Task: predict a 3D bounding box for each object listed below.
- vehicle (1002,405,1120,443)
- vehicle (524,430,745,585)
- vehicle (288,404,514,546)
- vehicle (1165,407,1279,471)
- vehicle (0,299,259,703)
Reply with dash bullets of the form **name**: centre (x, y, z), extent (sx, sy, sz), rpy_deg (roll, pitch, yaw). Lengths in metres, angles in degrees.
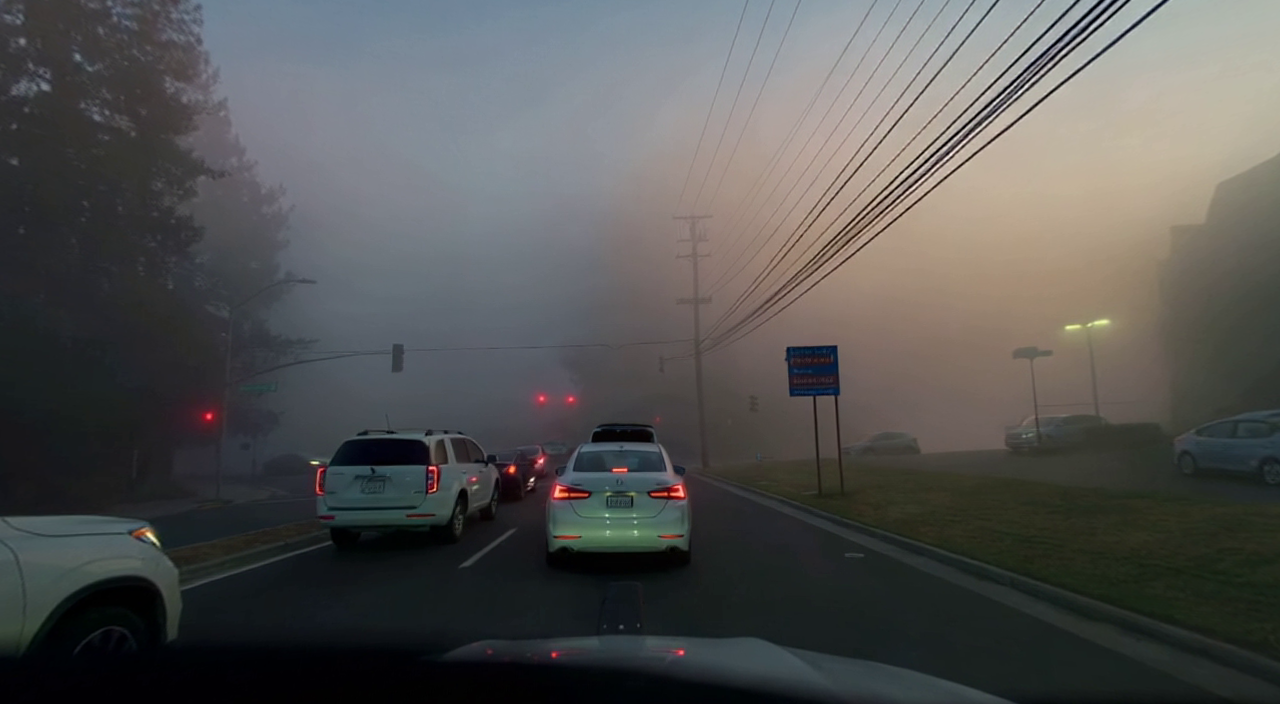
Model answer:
- **vehicle**: centre (26.864, 4.644, 40.508), extent (5.782, 2.286, 2.223), rpy_deg (-1, -9, 4)
- **vehicle**: centre (-0.102, 1.799, 8.144), extent (2.121, 1.474, 3.968), rpy_deg (0, -8, -2)
- **vehicle**: centre (-3.843, 2.084, 11.373), extent (2.147, 1.963, 4.927), rpy_deg (0, -8, 0)
- **vehicle**: centre (17.017, 2.540, 18.270), extent (1.858, 1.622, 4.491), rpy_deg (-5, -10, 28)
- **vehicle**: centre (-3.593, 0.628, 1.530), extent (2.085, 1.943, 5.053), rpy_deg (0, -8, 1)
